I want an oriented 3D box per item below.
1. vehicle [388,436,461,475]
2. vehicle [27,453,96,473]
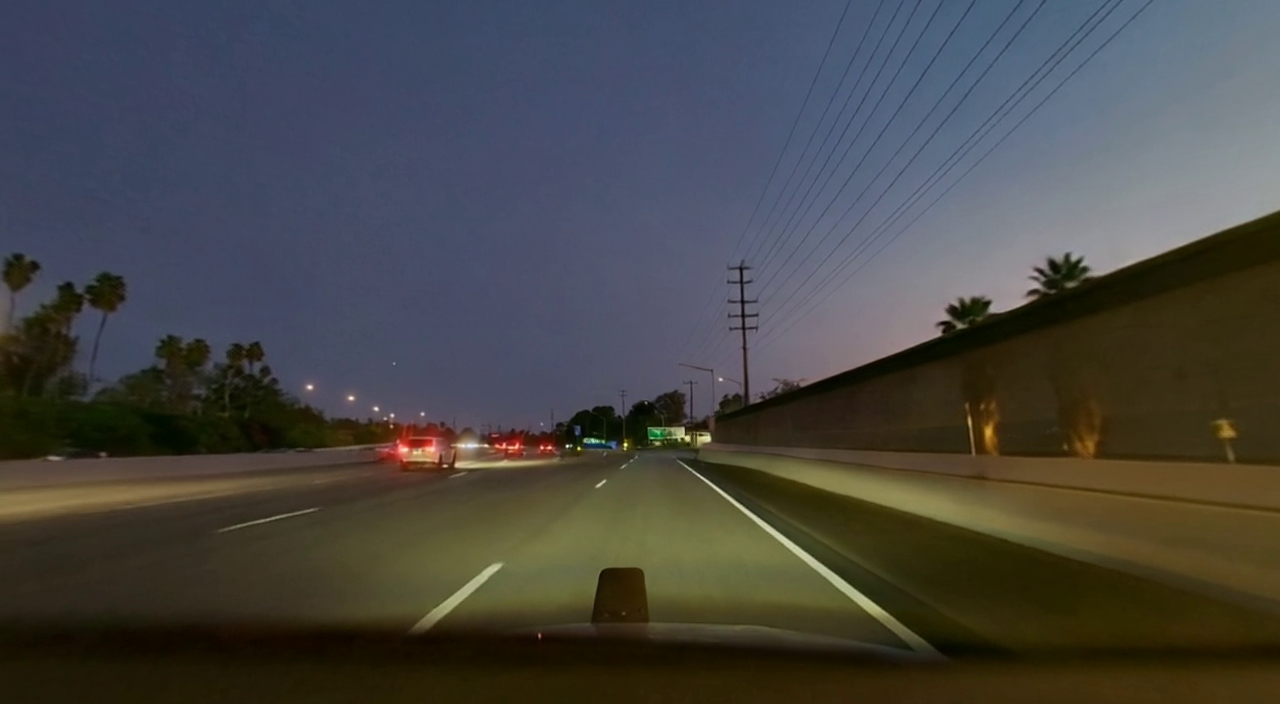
[{"bbox_3d":[-9.526,4.598,28.222,2.029,1.609,3.935,1,-8,-3],"label":"vehicle"},{"bbox_3d":[-44.011,8.424,48.091,1.719,1.408,4.170,1,-9,-8],"label":"vehicle"}]
